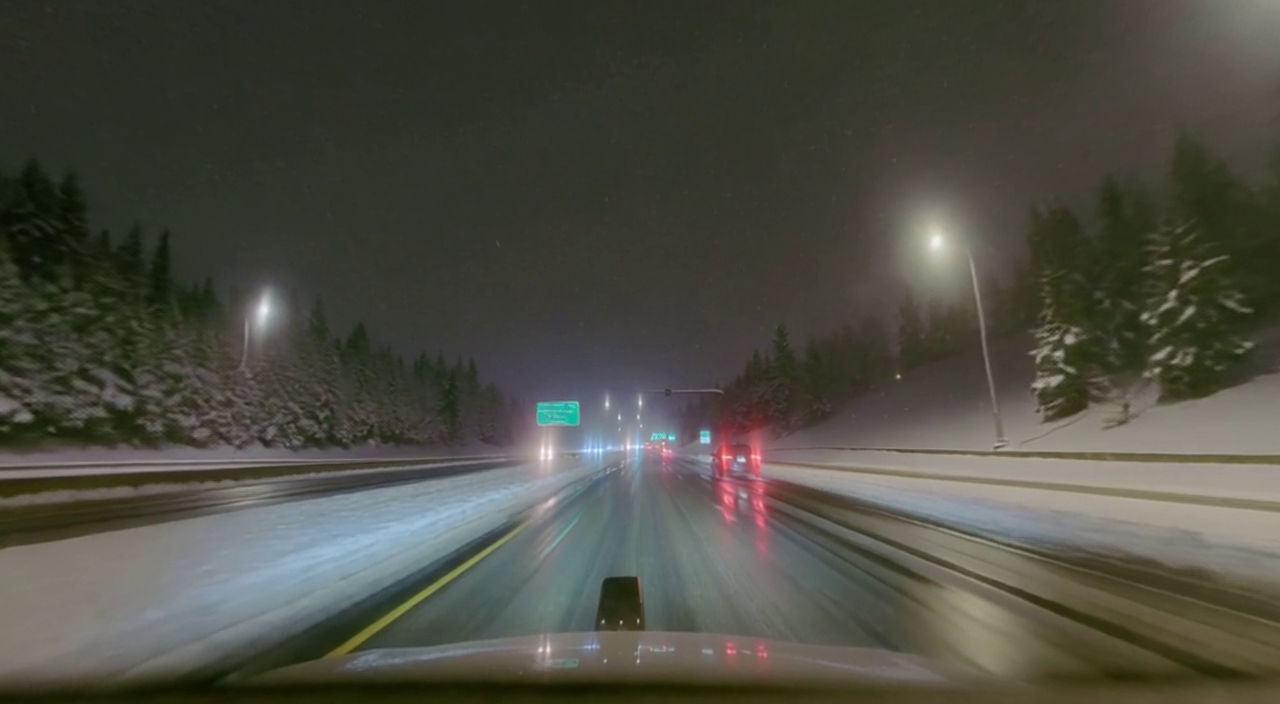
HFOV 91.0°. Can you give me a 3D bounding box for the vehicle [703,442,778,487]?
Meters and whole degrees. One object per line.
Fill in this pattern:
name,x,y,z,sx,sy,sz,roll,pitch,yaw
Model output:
vehicle,3.596,4.128,23.481,2.033,1.501,4.398,0,-9,-1
